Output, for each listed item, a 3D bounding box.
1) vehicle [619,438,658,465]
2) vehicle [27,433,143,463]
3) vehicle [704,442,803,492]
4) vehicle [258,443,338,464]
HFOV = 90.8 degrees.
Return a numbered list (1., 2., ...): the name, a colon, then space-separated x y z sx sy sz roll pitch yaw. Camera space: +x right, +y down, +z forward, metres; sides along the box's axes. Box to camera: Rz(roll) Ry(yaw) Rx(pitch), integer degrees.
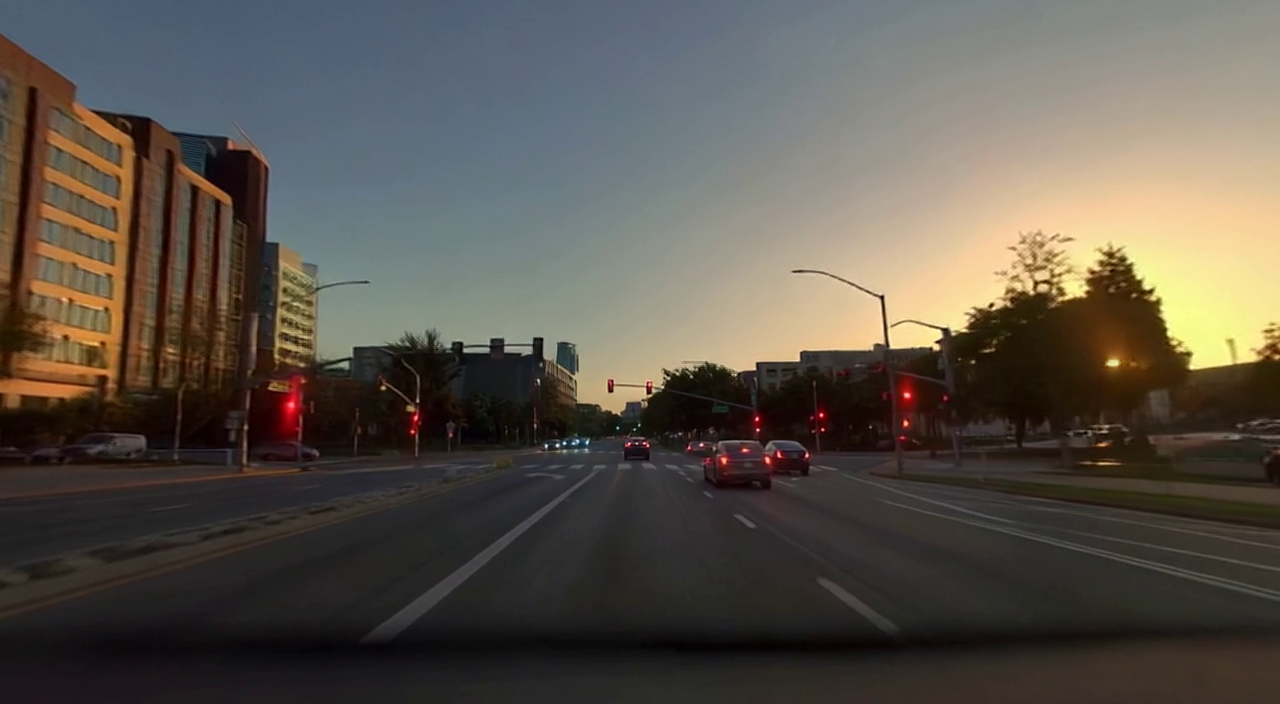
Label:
1. vehicle: -0.077 5.759 36.847 2.143 1.480 4.006 0 -8 -1
2. vehicle: -29.903 5.193 34.134 4.469 1.501 1.990 -1 -9 3
3. vehicle: 3.286 3.422 19.280 2.080 1.321 4.382 0 -8 -2
4. vehicle: -25.200 7.469 46.665 4.751 1.501 2.147 -1 -8 5
